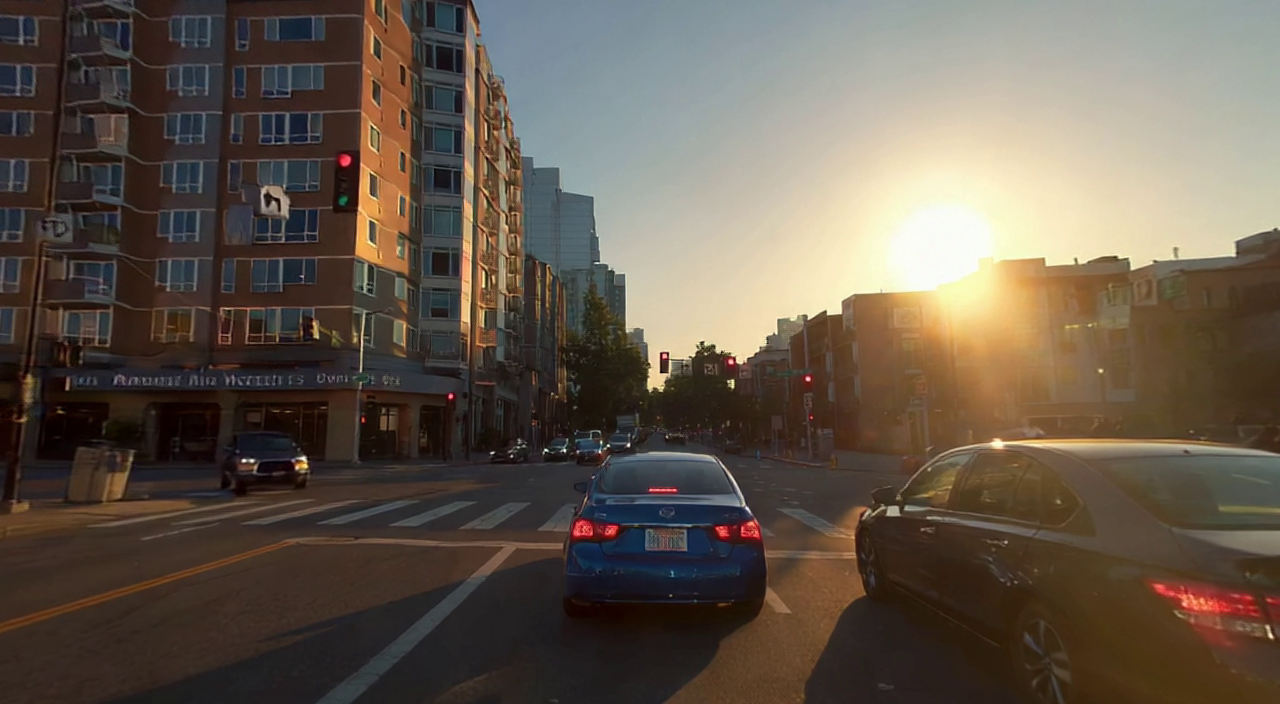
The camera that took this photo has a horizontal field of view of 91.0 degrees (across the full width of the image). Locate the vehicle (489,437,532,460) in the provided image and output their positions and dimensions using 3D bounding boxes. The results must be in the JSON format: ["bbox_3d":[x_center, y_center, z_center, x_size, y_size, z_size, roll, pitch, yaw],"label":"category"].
[{"bbox_3d":[-9.235,6.915,45.243,2.030,1.596,3.912,-1,-8,3],"label":"vehicle"}]

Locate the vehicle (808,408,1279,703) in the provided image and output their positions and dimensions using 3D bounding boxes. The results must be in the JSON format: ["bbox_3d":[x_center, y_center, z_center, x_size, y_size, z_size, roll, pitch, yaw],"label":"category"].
[{"bbox_3d":[2.803,1.281,4.559,1.961,1.498,4.356,0,-8,0],"label":"vehicle"}]

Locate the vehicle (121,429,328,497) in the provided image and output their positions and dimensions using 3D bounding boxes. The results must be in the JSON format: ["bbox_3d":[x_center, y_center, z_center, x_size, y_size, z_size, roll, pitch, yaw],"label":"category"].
[{"bbox_3d":[-13.123,3.443,19.889,5.998,1.889,2.338,-3,-9,22],"label":"vehicle"}]

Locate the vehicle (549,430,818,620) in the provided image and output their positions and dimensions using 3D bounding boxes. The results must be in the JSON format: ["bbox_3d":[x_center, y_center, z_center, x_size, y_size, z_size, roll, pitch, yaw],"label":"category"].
[{"bbox_3d":[0.232,1.664,7.076,2.132,1.464,4.089,0,-8,-3],"label":"vehicle"}]
